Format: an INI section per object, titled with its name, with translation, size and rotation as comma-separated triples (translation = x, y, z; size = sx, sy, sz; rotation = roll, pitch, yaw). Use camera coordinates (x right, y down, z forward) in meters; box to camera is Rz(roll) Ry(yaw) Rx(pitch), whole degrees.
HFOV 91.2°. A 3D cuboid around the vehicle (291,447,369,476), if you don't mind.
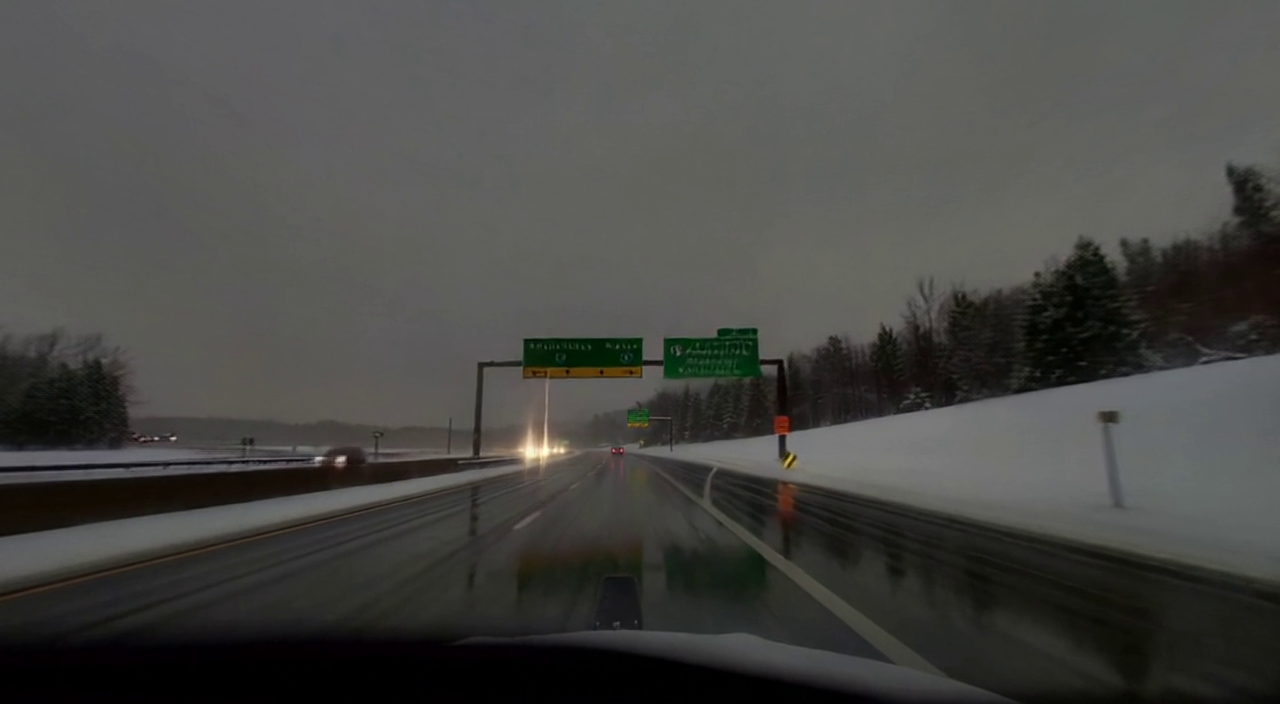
[vehicle]
translation = -16.975, 5.998, 34.586
size = 1.878, 1.490, 4.785
rotation = 0, -9, -1
